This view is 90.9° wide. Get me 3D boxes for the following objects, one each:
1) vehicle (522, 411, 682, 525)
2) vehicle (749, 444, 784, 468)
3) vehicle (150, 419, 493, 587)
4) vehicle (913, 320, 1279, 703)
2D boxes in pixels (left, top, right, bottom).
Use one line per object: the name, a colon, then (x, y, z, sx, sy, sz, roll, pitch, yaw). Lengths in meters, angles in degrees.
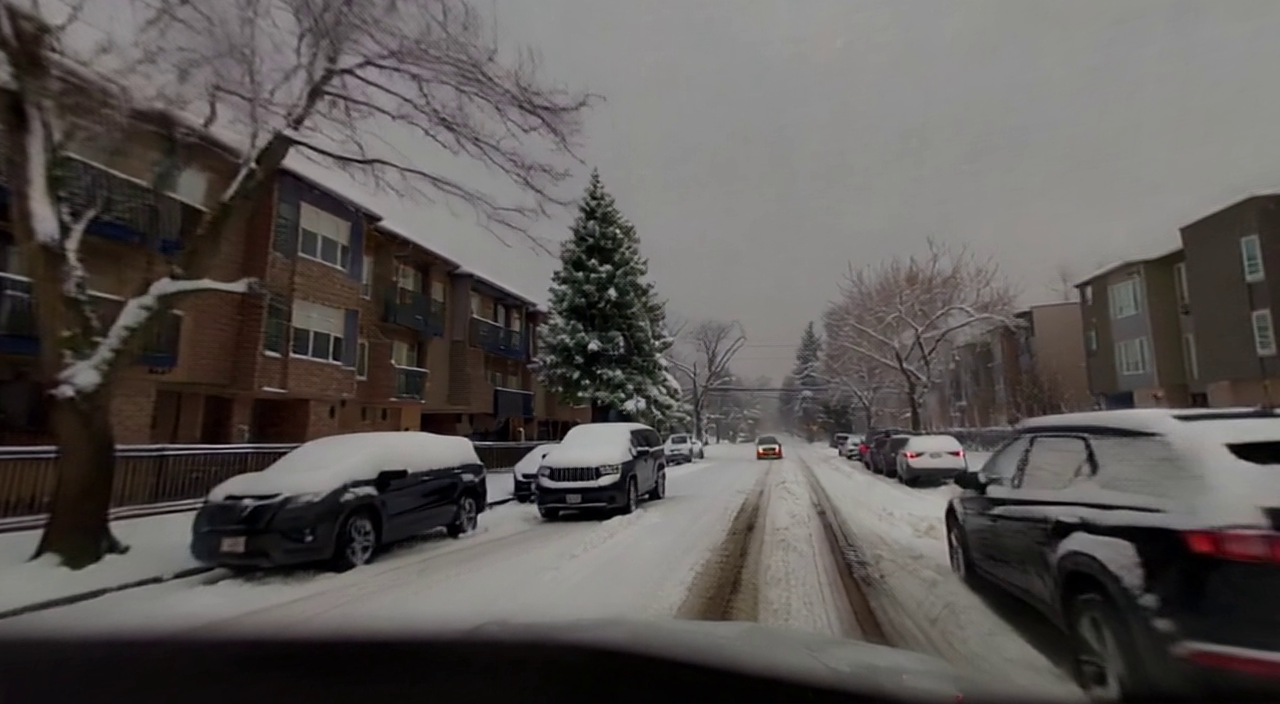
vehicle: (-0.583, 2.515, 14.201, 2.197, 2.047, 4.985, -2, -9, 13)
vehicle: (8.495, 6.905, 42.101, 1.971, 1.476, 4.593, -3, -9, 15)
vehicle: (-4.083, 1.988, 9.244, 2.002, 1.774, 4.568, -2, -9, 11)
vehicle: (3.467, 1.087, 4.183, 2.055, 1.717, 5.172, -2, -9, 13)
